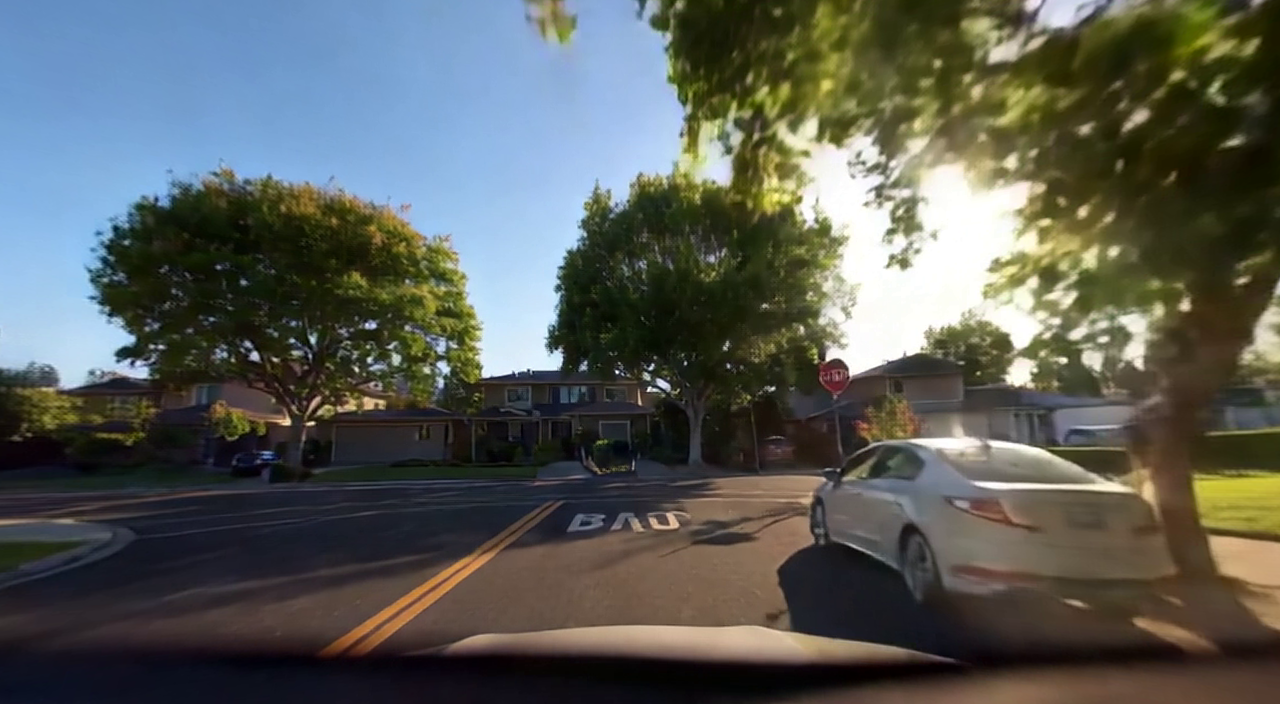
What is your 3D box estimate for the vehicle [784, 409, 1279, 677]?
[{"bbox_3d":[3.031,1.416,5.909,2.167,1.479,4.597,0,-9,-1],"label":"vehicle"}]
